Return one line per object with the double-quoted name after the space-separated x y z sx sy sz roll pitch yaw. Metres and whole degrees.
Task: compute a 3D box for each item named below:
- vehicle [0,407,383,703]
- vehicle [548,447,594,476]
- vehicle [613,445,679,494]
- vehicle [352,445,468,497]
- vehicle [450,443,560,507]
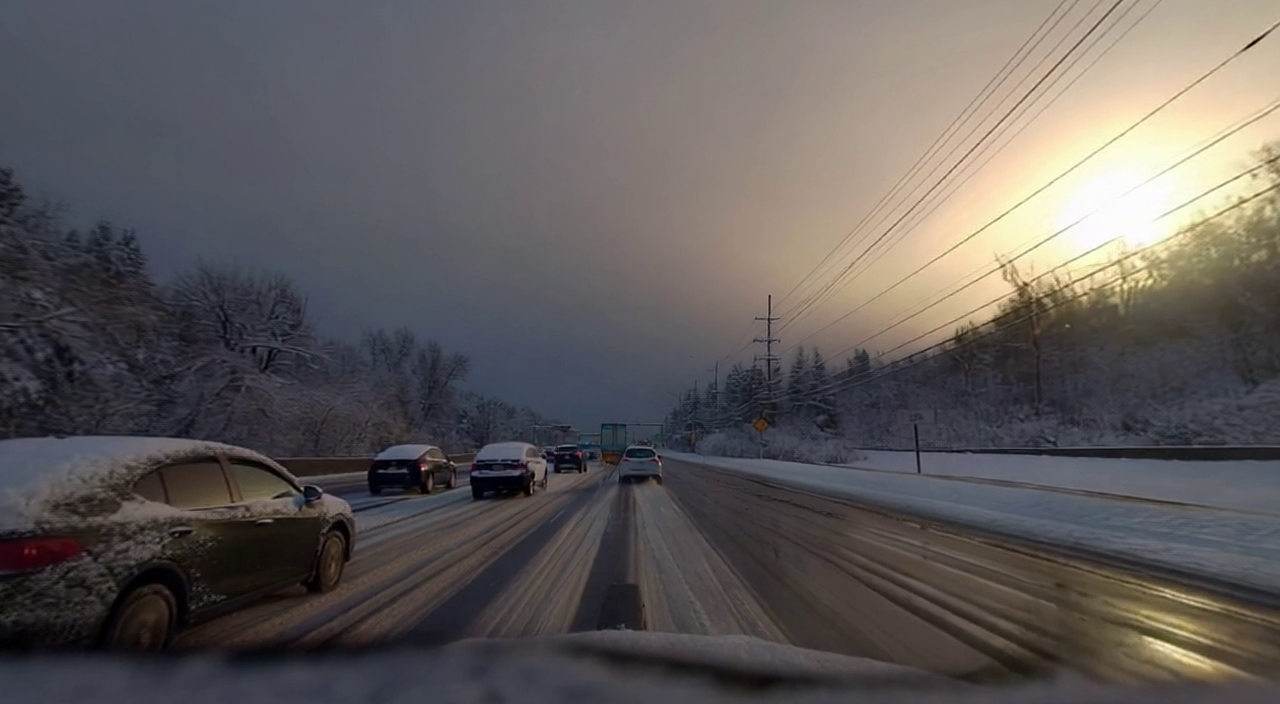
-3.684 1.255 4.419 1.883 1.500 4.373 0 -9 0 "vehicle"
-3.608 5.789 33.528 2.013 1.437 3.801 0 -9 0 "vehicle"
0.179 3.933 21.478 2.018 1.470 4.491 0 -9 0 "vehicle"
-7.116 3.719 20.096 1.867 1.445 4.499 0 -9 2 "vehicle"
-3.358 3.137 16.559 1.912 1.464 4.115 0 -9 1 "vehicle"
